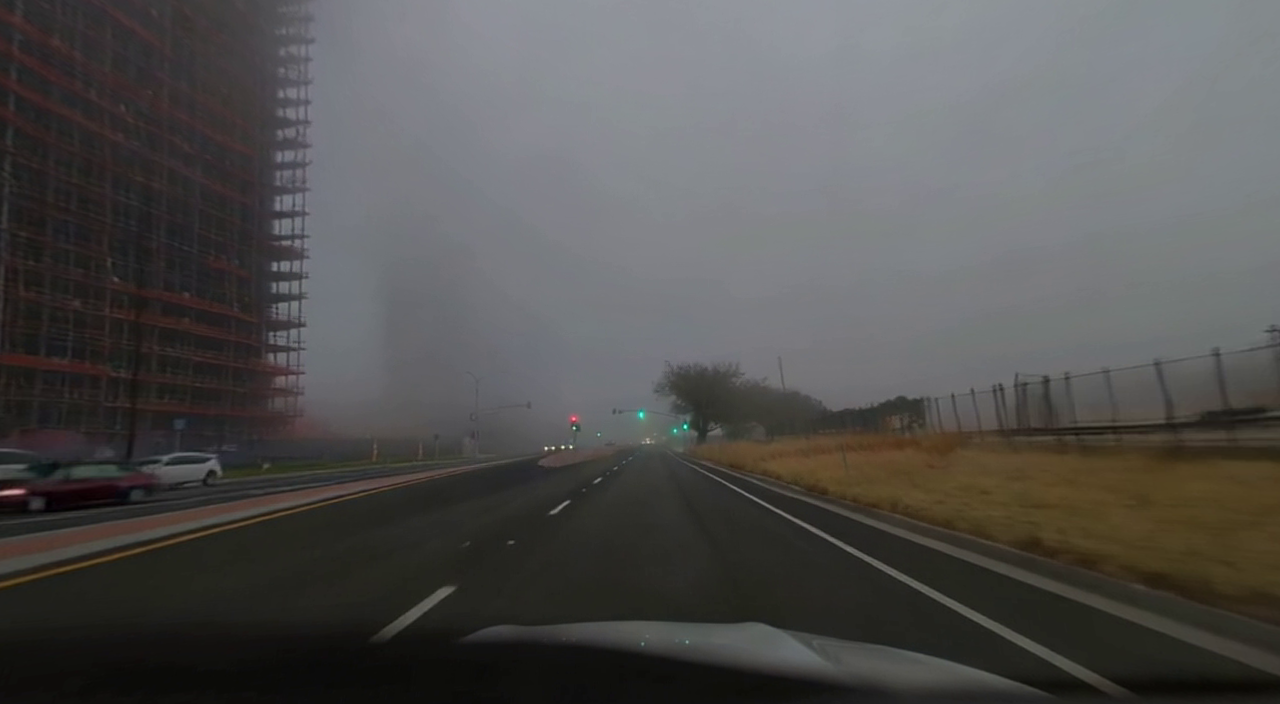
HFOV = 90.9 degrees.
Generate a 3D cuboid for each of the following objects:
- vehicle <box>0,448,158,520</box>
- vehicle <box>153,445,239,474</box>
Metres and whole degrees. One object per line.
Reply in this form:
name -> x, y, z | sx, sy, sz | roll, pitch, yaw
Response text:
vehicle -> -14.745, 3.128, 15.522 | 2.113, 1.478, 4.828 | 0, -8, -3
vehicle -> -29.528, 7.117, 42.186 | 2.213, 1.795, 5.964 | 1, -8, -9
